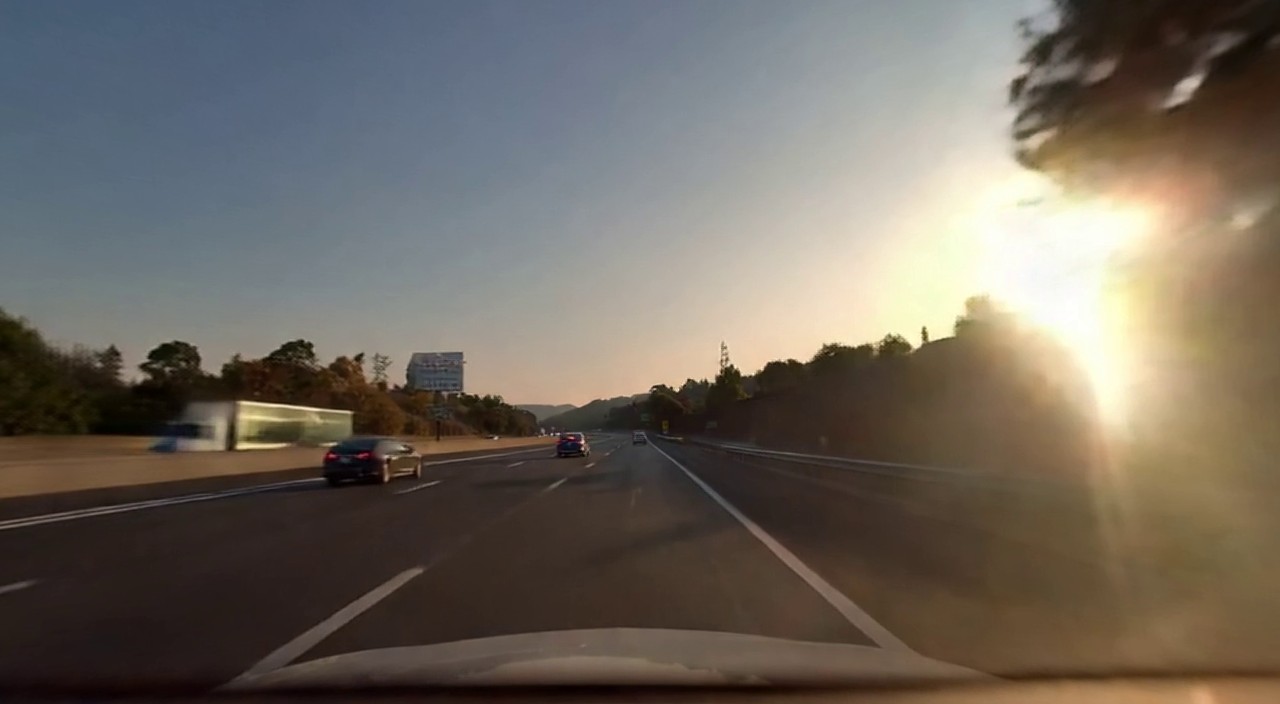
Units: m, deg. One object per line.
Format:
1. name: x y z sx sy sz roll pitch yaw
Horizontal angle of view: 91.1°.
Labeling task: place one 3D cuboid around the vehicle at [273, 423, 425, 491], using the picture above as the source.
1. vehicle: -7.862 2.856 17.557 2.113 1.632 4.409 0 -8 0

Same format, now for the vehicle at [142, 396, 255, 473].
1. vehicle: -24.960 4.662 35.874 2.937 4.060 4.499 0 -7 0

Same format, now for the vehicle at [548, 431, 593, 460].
1. vehicle: -3.940 5.407 36.466 2.064 1.571 4.225 0 -8 1
